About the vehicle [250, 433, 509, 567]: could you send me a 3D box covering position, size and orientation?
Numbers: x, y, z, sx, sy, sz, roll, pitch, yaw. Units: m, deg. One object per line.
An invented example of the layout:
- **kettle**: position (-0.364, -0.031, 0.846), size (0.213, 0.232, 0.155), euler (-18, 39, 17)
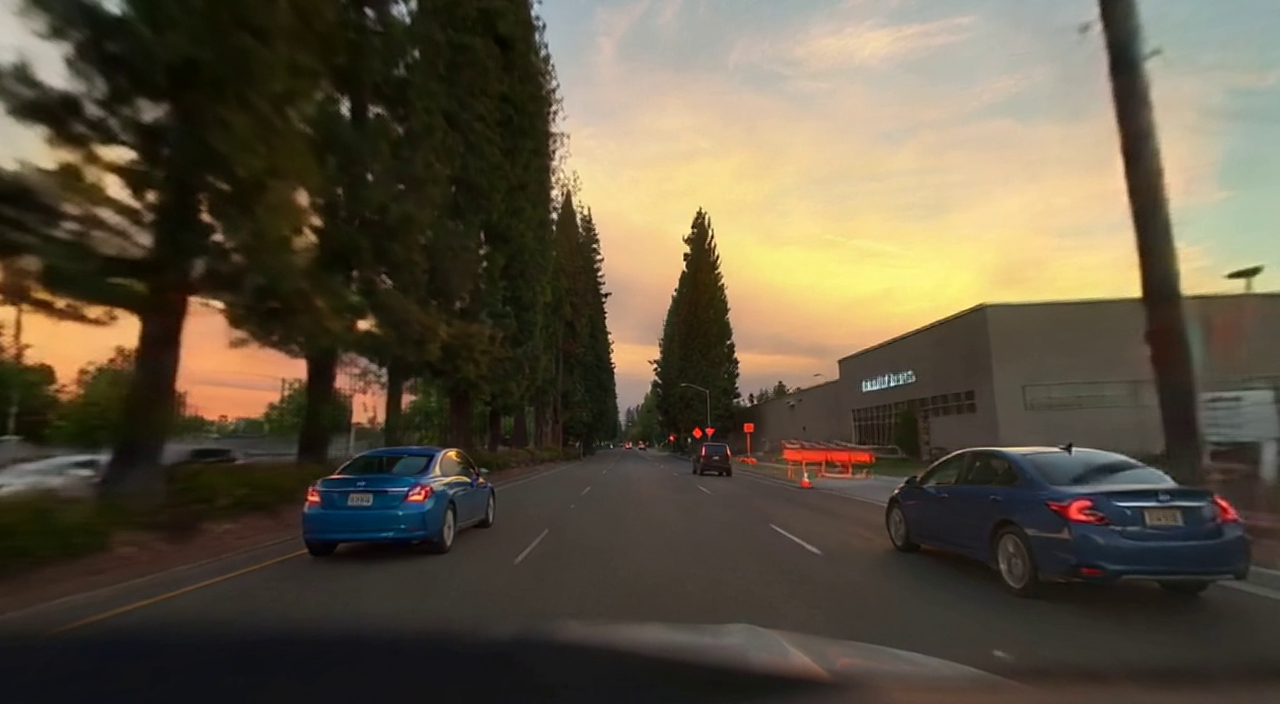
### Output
- **vehicle**: position (-3.343, 1.966, 9.157), size (2.020, 1.474, 4.098), euler (0, -9, 0)

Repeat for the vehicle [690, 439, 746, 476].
- **vehicle**: position (3.950, 5.465, 32.931), size (2.159, 1.793, 4.735), euler (0, -9, -2)

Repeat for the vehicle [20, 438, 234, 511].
- **vehicle**: position (-14.399, 3.430, 18.249), size (2.100, 1.812, 4.798), euler (0, -9, 0)

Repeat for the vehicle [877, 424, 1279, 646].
- **vehicle**: position (4.034, 1.537, 6.250), size (1.827, 1.491, 3.743), euler (0, -9, -1)
